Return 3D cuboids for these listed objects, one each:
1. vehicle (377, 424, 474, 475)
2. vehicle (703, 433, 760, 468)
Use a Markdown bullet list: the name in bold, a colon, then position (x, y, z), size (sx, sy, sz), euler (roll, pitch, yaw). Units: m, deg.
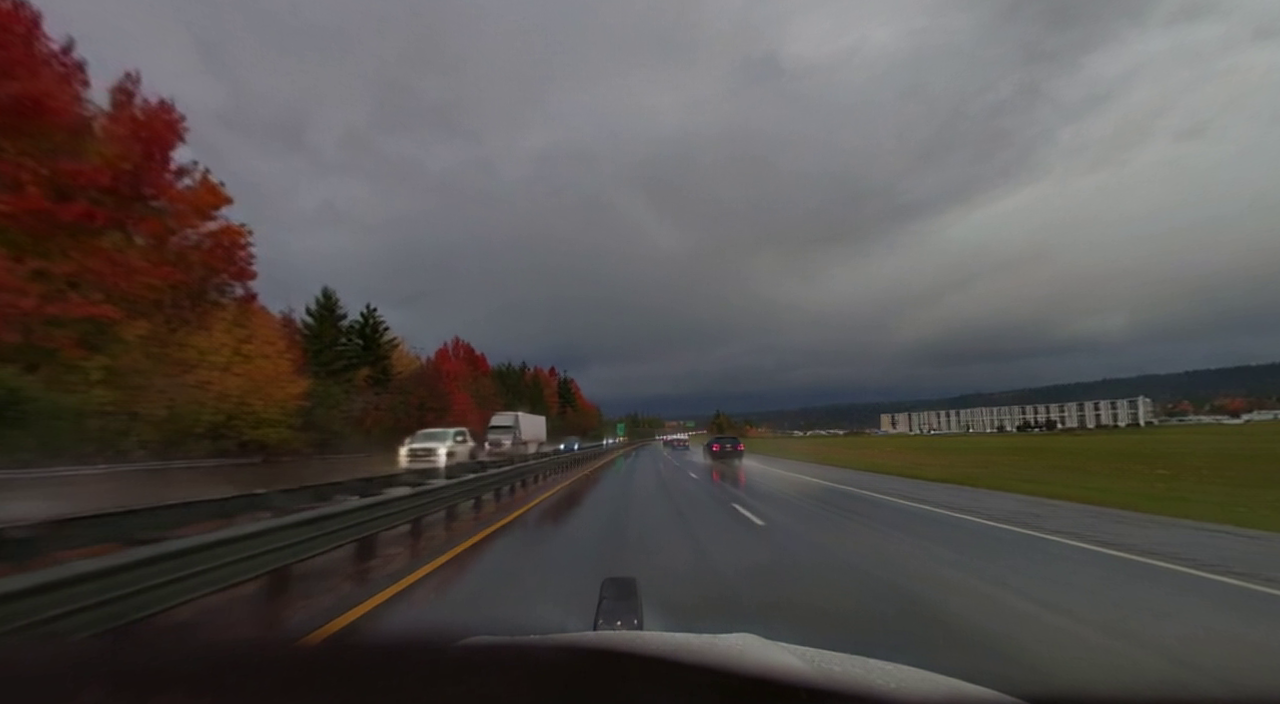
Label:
- **vehicle**: position (-8.413, 3.865, 25.149), size (2.096, 1.813, 4.961), euler (-1, -8, 0)
- **vehicle**: position (4.285, 4.690, 30.105), size (2.024, 1.516, 4.197), euler (0, -8, -1)
